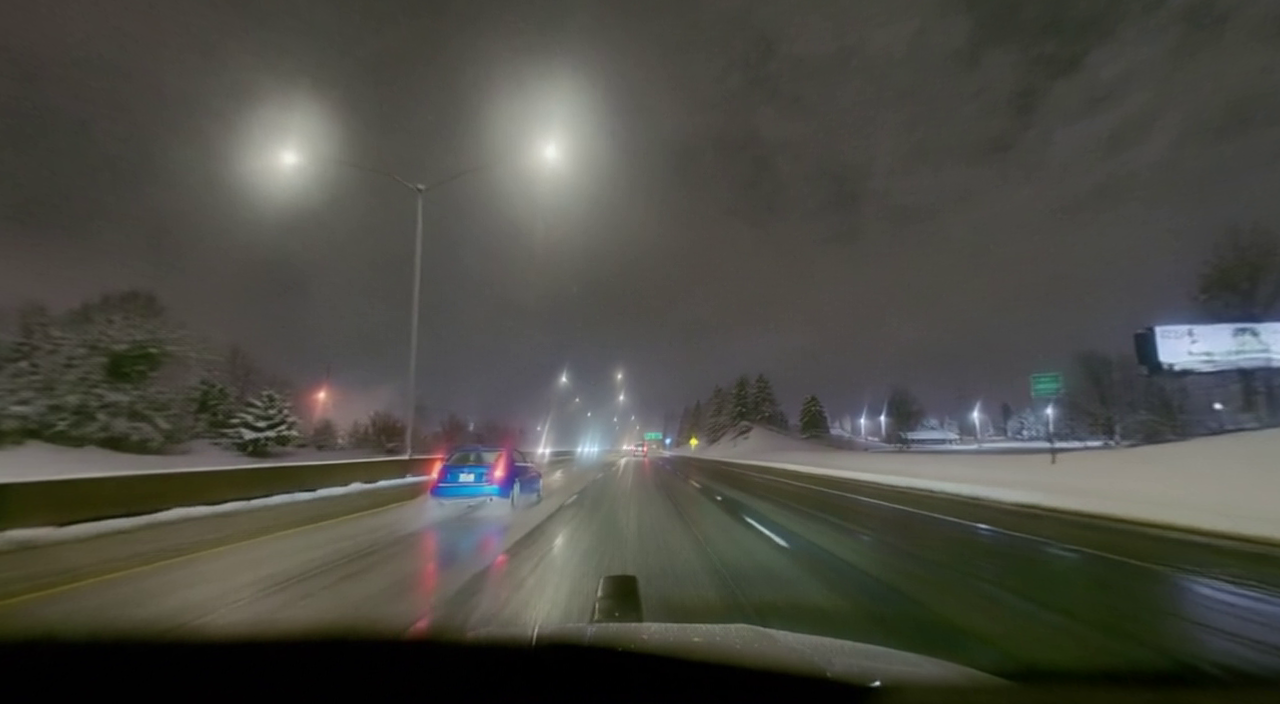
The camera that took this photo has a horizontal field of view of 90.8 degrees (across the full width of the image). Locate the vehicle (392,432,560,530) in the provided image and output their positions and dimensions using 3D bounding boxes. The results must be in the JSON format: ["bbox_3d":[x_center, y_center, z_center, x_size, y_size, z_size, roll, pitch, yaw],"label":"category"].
[{"bbox_3d":[-2.938,2.437,12.518,2.029,1.557,4.570,0,-9,1],"label":"vehicle"}]
